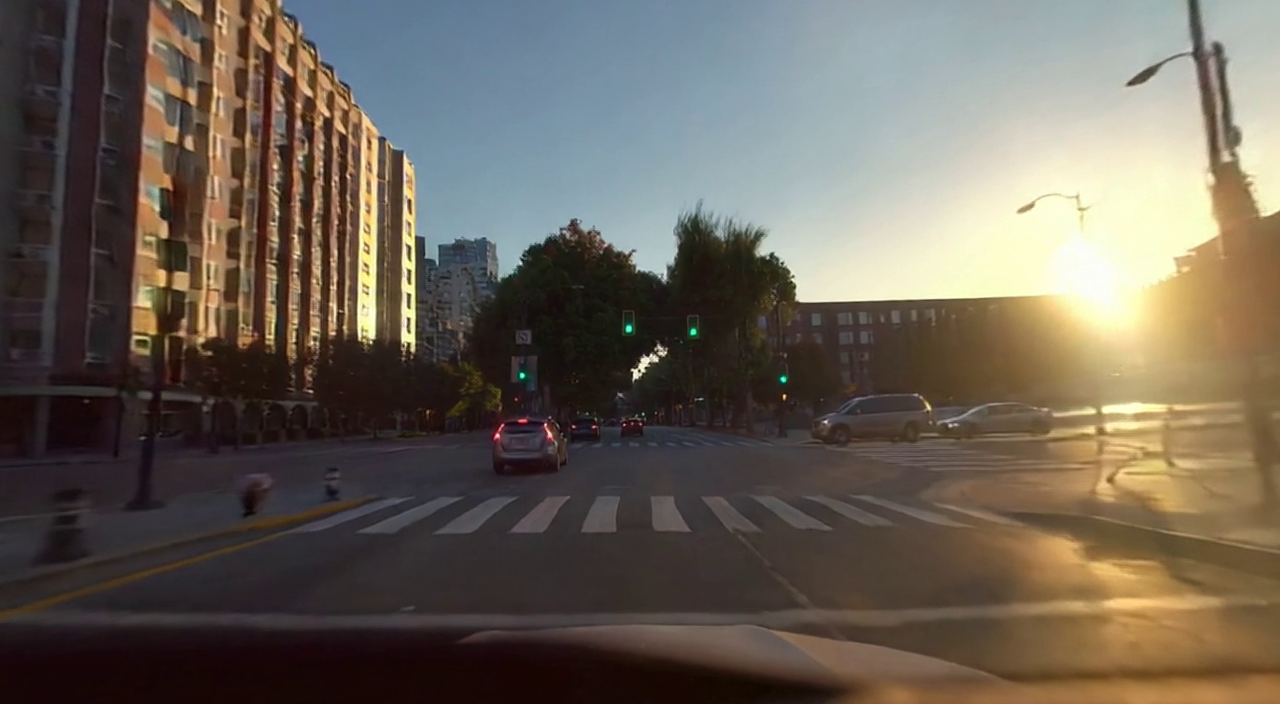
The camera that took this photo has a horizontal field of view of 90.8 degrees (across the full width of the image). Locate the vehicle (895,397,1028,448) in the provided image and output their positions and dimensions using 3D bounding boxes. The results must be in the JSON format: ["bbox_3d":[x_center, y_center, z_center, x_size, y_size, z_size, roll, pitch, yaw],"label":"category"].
[{"bbox_3d":[13.129,2.878,25.961,4.328,1.742,1.942,-3,-5,-1],"label":"vehicle"}]

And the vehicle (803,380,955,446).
[{"bbox_3d":[11.720,3.066,31.381,6.233,2.668,2.627,-4,-7,-3],"label":"vehicle"}]

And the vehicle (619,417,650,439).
[{"bbox_3d":[-0.441,5.459,45.049,2.095,1.438,3.843,0,-8,-1],"label":"vehicle"}]

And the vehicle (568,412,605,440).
[{"bbox_3d":[-3.649,5.198,43.896,2.152,1.802,4.628,0,-8,-1],"label":"vehicle"}]

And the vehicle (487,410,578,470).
[{"bbox_3d":[-3.340,2.877,20.549,2.116,1.725,4.315,0,-8,1],"label":"vehicle"}]
